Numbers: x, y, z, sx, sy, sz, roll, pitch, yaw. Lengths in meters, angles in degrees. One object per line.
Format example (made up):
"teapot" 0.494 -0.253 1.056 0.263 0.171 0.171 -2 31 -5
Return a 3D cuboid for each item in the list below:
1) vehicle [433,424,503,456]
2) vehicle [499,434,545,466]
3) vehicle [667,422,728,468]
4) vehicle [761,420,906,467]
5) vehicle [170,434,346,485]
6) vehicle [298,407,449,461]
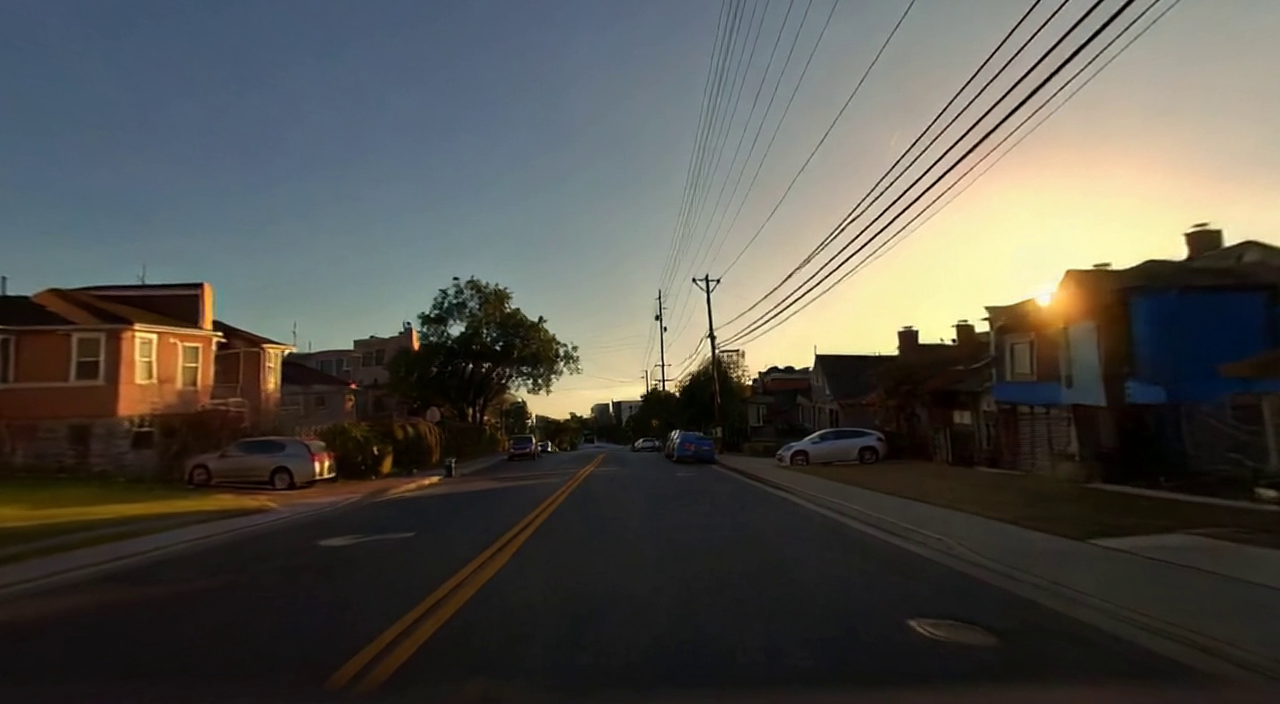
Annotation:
"vehicle" -12.802 6.632 47.097 4.662 2.140 2.117 3 -9 -5
"vehicle" -7.264 6.002 39.020 1.994 1.588 4.148 -5 -6 -1
"vehicle" 2.536 4.333 29.429 2.277 1.917 5.495 0 -8 -1
"vehicle" 7.213 3.498 23.902 4.893 1.642 1.874 1 -10 1
"vehicle" -12.280 3.436 20.461 4.484 1.538 1.901 0 -7 2
"vehicle" -14.661 4.561 34.865 7.267 2.775 2.786 -2 -9 12
